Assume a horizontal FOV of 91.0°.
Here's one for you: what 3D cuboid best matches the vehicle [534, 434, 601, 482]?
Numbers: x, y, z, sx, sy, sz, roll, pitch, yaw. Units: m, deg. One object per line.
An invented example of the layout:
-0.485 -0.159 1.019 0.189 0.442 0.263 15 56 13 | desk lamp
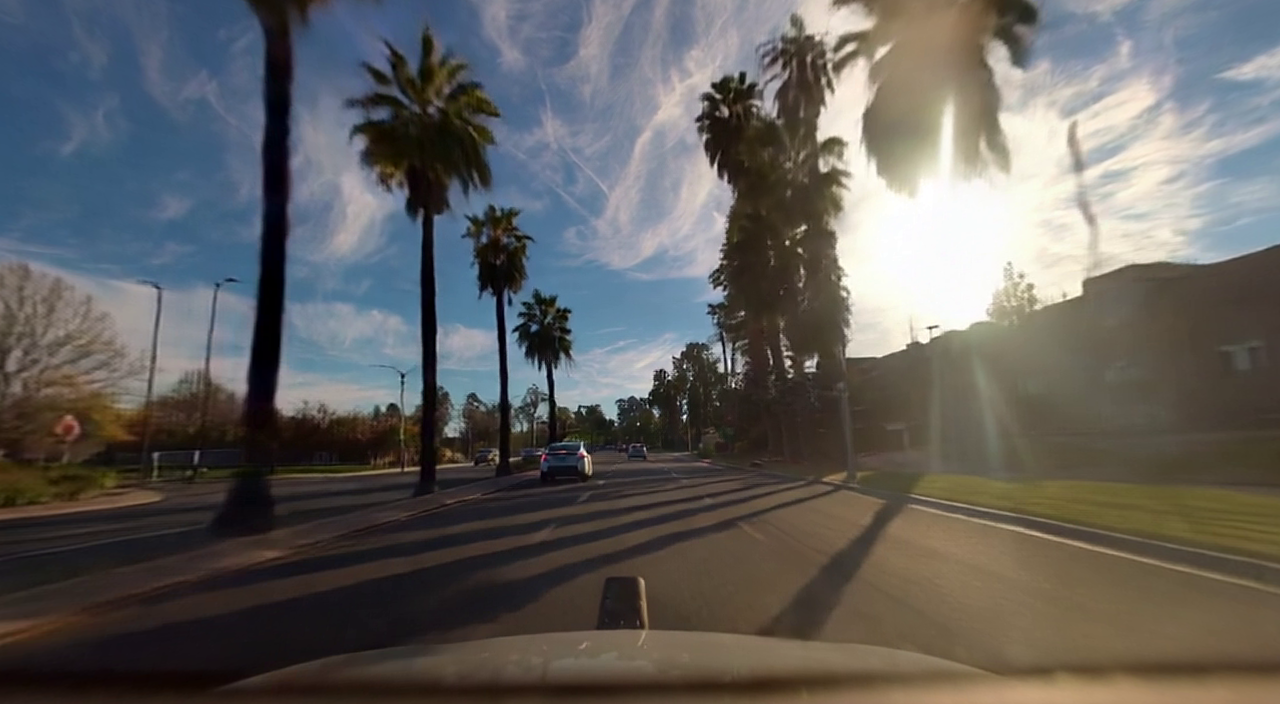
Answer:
-3.193 4.871 29.140 2.370 1.968 5.698 0 -9 0 | vehicle
